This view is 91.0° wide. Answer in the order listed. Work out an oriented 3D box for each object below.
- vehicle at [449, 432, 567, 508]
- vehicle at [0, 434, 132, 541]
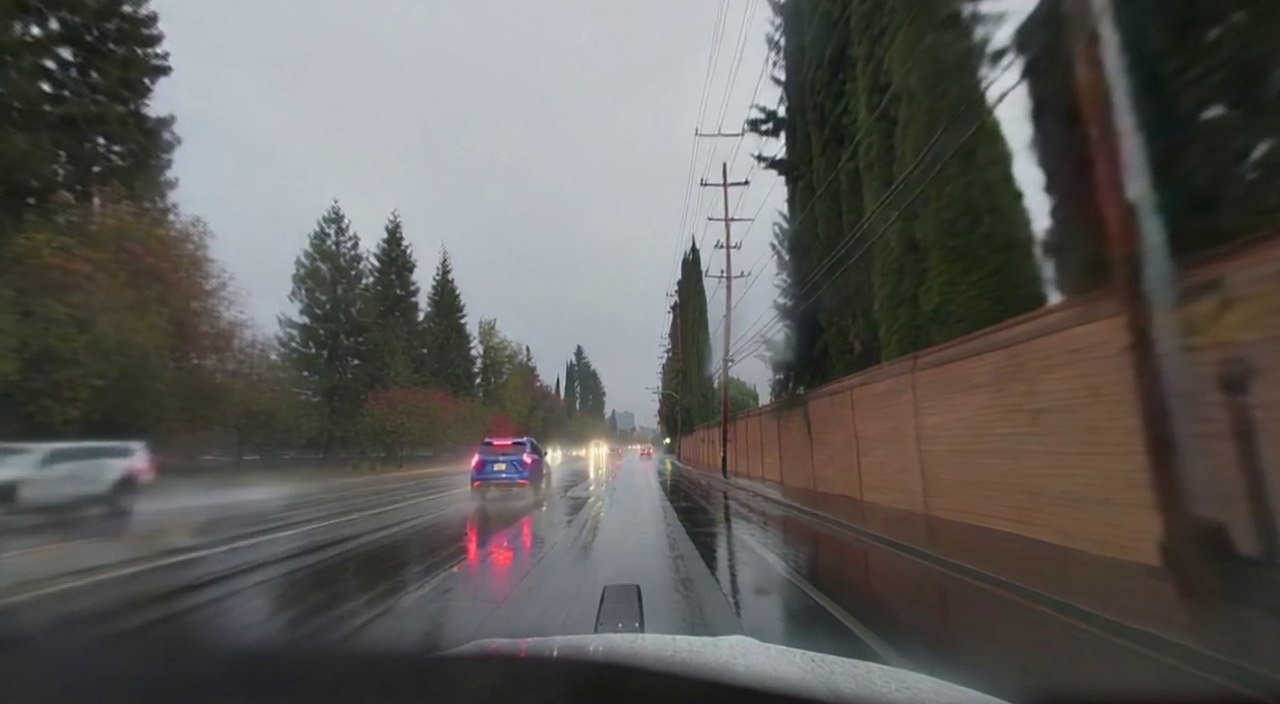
[{"bbox_3d":[-3.352,3.096,16.999,2.147,1.730,4.555,0,-9,1],"label":"vehicle"},{"bbox_3d":[-12.332,2.513,11.925,1.930,1.868,4.063,0,-8,0],"label":"vehicle"}]
